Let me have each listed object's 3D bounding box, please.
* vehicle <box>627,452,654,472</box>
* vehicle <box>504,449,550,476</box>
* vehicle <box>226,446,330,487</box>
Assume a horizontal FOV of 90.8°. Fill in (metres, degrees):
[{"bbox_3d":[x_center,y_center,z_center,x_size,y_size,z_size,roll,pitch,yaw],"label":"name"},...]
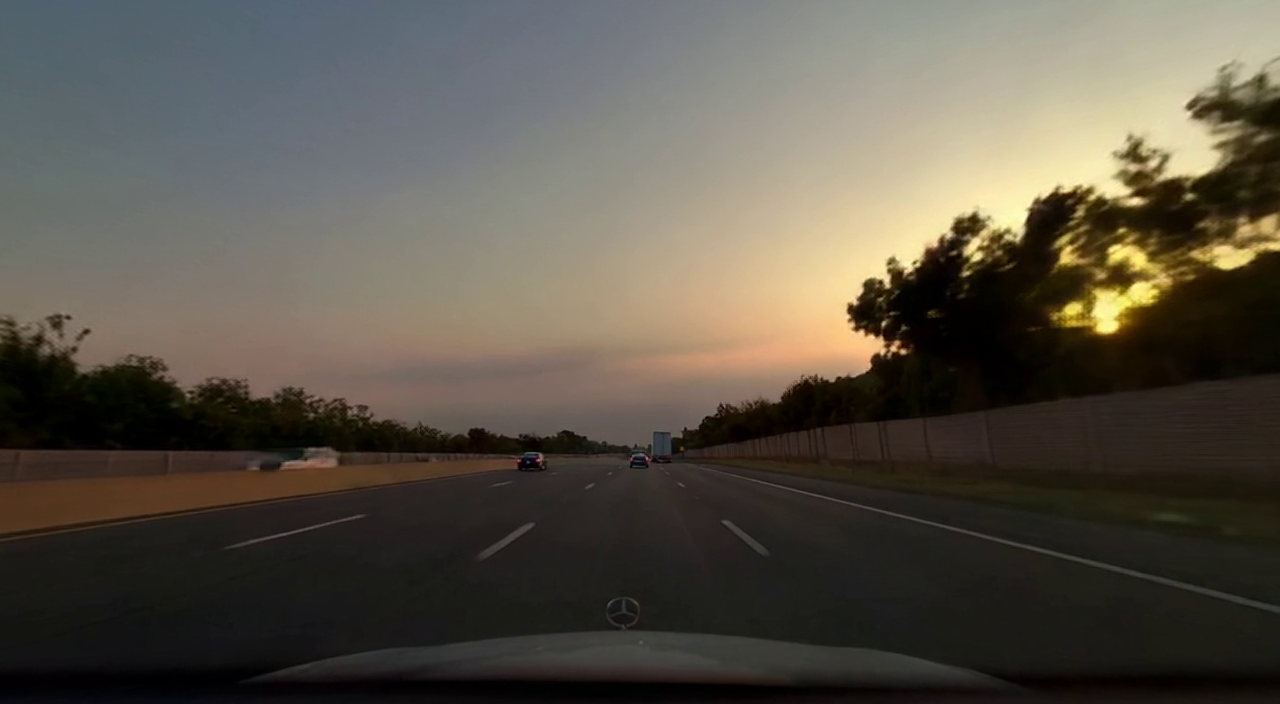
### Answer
[{"bbox_3d":[-0.005,8.631,49.495,2.033,1.465,3.775,0,-9,-1],"label":"vehicle"},{"bbox_3d":[-7.398,7.272,41.707,2.123,1.671,4.579,0,-9,0],"label":"vehicle"},{"bbox_3d":[-16.840,5.313,29.675,2.096,1.745,4.728,0,-9,0],"label":"vehicle"}]
